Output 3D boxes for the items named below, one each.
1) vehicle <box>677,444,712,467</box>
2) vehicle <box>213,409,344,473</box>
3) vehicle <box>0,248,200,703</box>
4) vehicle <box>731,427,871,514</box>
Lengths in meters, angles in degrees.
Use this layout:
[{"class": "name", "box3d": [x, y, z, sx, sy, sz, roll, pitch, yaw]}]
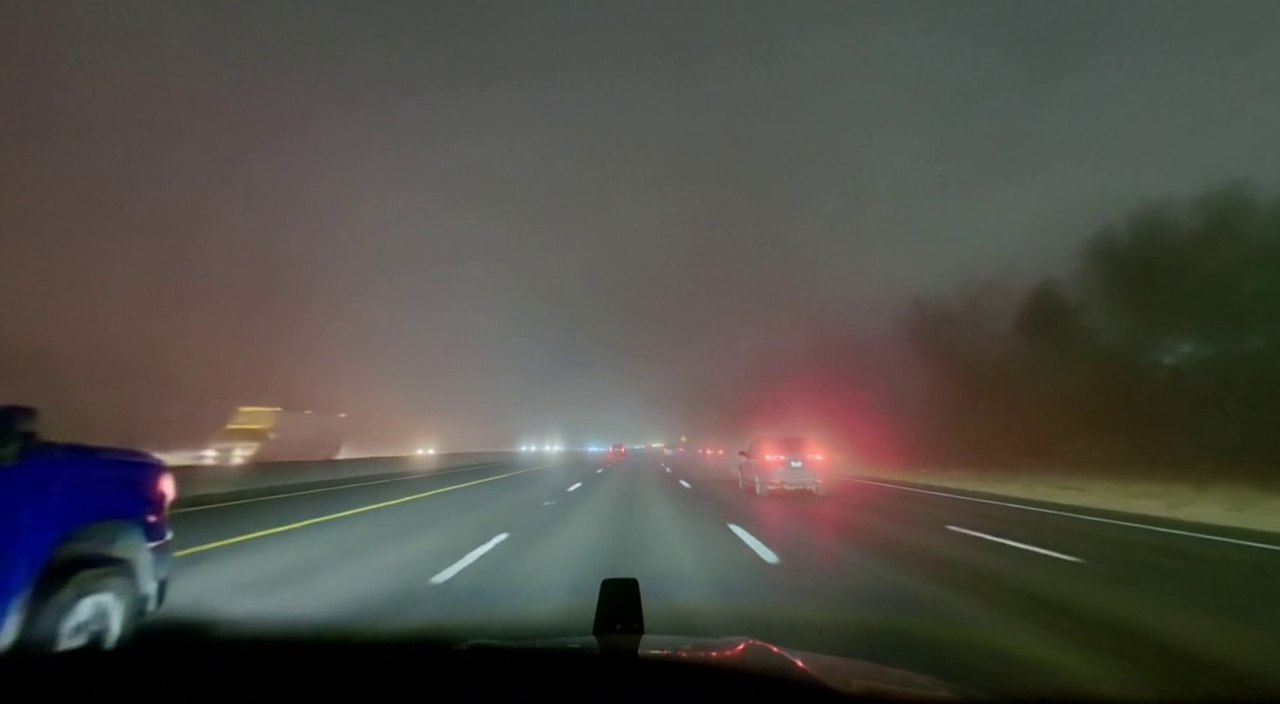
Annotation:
[{"class": "vehicle", "box3d": [3.758, 7.208, 44.002, 2.047, 1.501, 4.237, 0, -9, 0]}, {"class": "vehicle", "box3d": [-21.452, 5.418, 38.105, 2.830, 3.446, 7.955, 0, -9, 3]}, {"class": "vehicle", "box3d": [-4.021, 0.346, 0.684, 2.496, 2.203, 6.317, 0, -9, 0]}, {"class": "vehicle", "box3d": [3.463, 2.644, 14.476, 2.095, 1.668, 4.135, 0, -9, 0]}]
